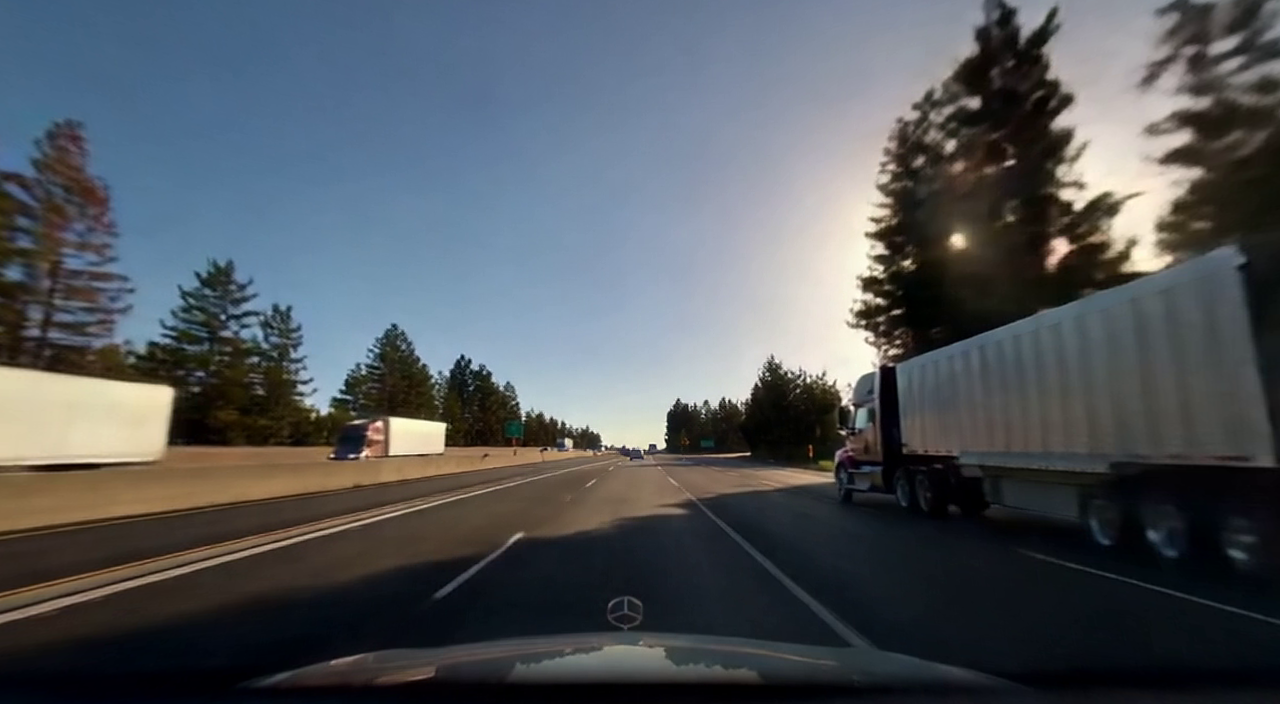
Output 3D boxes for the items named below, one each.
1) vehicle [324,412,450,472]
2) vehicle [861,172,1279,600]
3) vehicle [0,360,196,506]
[{"bbox_3d":[-18.930,7.100,49.288,2.923,3.914,16.640,0,-9,0],"label":"vehicle"},{"bbox_3d":[6.911,0.981,10.052,2.821,3.681,10.415,0,-9,-1],"label":"vehicle"},{"bbox_3d":[-19.388,2.152,16.861,2.946,4.056,16.865,0,-9,0],"label":"vehicle"}]
